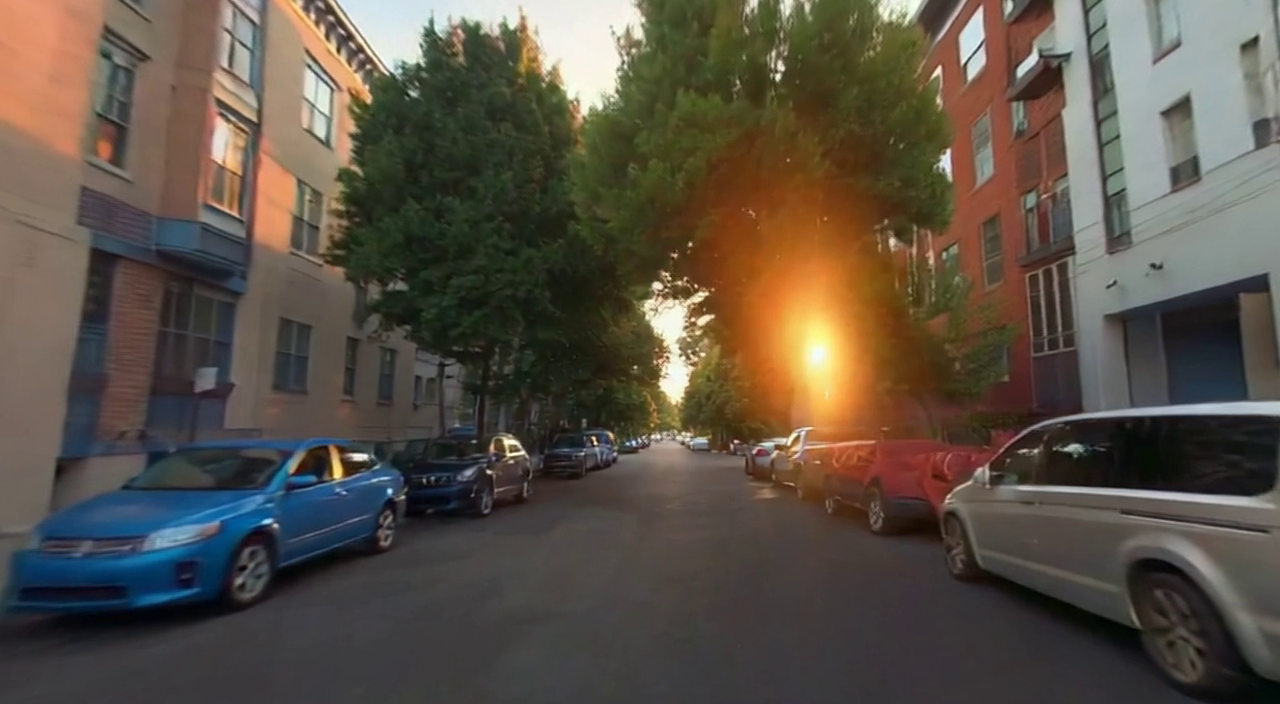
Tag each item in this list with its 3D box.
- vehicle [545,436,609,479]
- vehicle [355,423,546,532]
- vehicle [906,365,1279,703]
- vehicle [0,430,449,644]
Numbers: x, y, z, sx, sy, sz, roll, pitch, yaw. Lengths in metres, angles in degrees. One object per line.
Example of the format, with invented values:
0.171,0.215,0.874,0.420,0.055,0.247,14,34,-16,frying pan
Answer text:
-2.328,3.992,24.132,1.840,1.493,3.761,-1,-8,4,vehicle
-3.197,2.201,11.710,1.942,1.629,4.302,-1,-8,4,vehicle
3.489,1.081,4.008,1.883,1.615,4.234,-1,-8,3,vehicle
-3.703,1.560,6.506,1.830,1.427,4.294,-1,-8,4,vehicle
